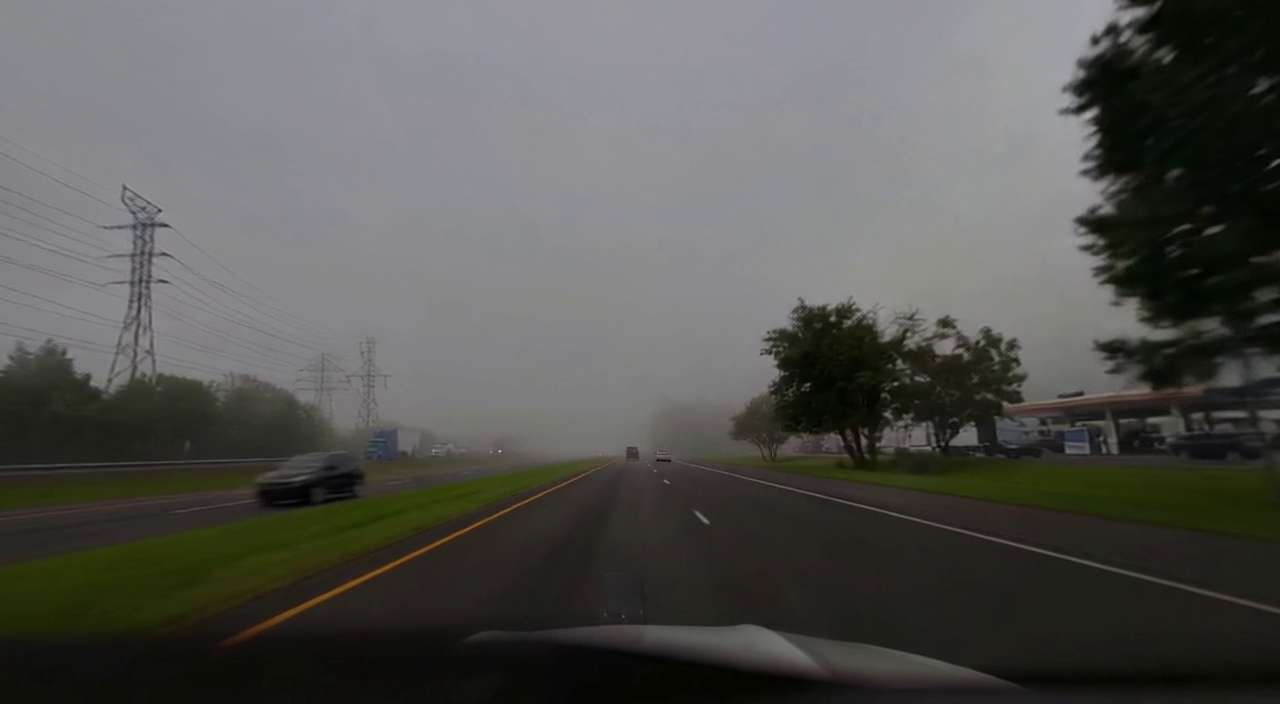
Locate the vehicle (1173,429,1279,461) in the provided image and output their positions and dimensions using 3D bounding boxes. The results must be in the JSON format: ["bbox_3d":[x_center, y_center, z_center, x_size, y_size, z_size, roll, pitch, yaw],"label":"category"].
[{"bbox_3d":[29.671,4.639,31.356,4.541,1.499,1.838,-8,-12,43],"label":"vehicle"}]

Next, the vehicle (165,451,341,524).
[{"bbox_3d":[-8.829,3.075,14.813,1.736,1.443,3.756,0,-9,0],"label":"vehicle"}]
